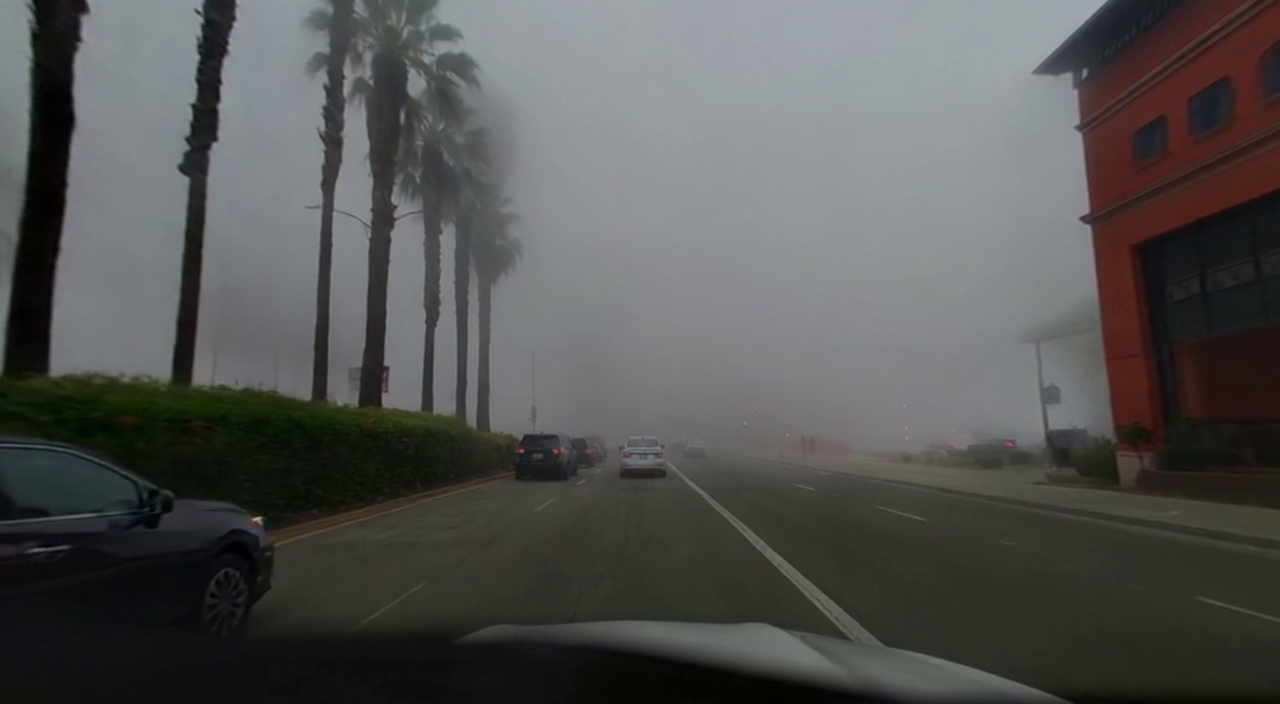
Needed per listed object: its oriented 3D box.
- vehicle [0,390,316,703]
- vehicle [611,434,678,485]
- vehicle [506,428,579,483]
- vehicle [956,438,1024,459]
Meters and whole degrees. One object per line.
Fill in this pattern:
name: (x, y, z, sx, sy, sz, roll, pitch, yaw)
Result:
vehicle: (-3.573, 0.948, 2.710, 1.875, 1.526, 4.542, 0, -9, 1)
vehicle: (0.133, 3.709, 22.018, 2.114, 1.585, 4.285, 0, -9, 0)
vehicle: (-3.308, 3.616, 22.163, 1.914, 1.741, 4.398, 0, -9, -1)
vehicle: (25.685, 7.092, 46.346, 3.914, 1.427, 1.779, -2, -8, 1)
